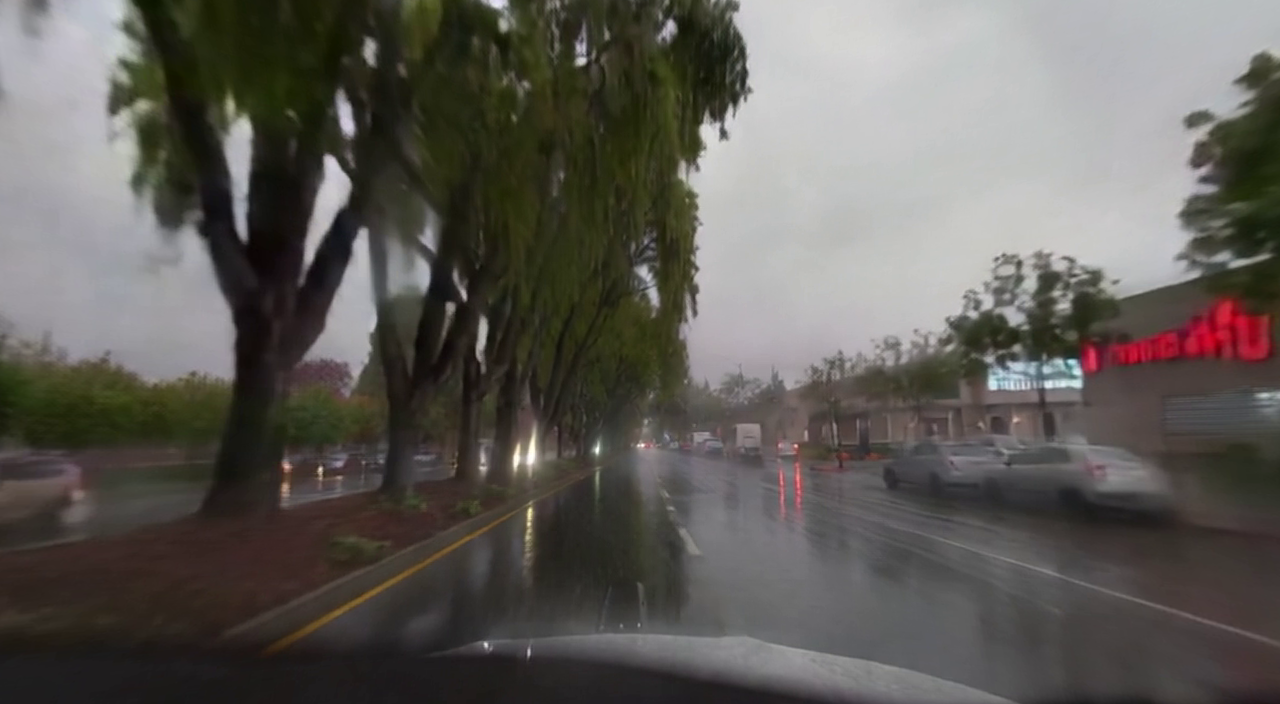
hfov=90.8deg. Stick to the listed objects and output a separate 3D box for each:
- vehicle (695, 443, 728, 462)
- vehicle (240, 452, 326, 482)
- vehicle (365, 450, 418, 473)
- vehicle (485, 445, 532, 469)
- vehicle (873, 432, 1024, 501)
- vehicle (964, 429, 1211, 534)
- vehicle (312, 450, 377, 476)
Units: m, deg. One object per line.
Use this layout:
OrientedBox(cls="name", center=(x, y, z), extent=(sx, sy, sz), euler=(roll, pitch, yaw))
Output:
OrientedBox(cls="vehicle", center=(5.550, 7.805, 49.301), extent=(1.972, 1.417, 4.239), euler=(0, -8, -1))
OrientedBox(cls="vehicle", center=(-19.253, 6.197, 34.373), extent=(1.890, 1.468, 4.727), euler=(0, -8, 1))
OrientedBox(cls="vehicle", center=(-18.469, 8.166, 47.205), extent=(1.803, 1.476, 4.590), euler=(-2, -7, 5))
OrientedBox(cls="vehicle", center=(-8.364, 6.698, 40.619), extent=(1.926, 1.447, 4.547), euler=(0, -8, 2))
OrientedBox(cls="vehicle", center=(9.437, 3.533, 19.906), extent=(2.303, 1.761, 4.689), euler=(4, -9, -2))
OrientedBox(cls="vehicle", center=(9.311, 2.695, 13.803), extent=(1.994, 1.738, 4.622), euler=(5, -9, -1))
OrientedBox(cls="vehicle", center=(-19.101, 7.177, 41.120), extent=(1.787, 1.482, 4.645), euler=(-1, -8, 3))
